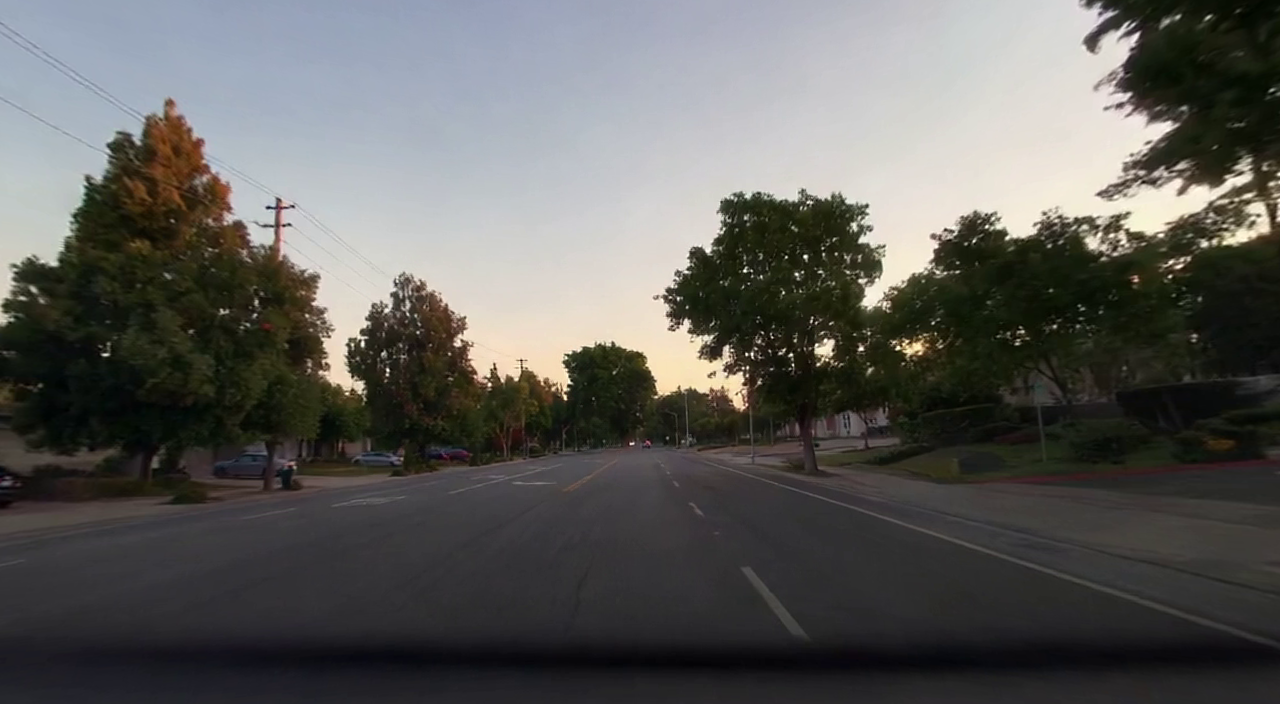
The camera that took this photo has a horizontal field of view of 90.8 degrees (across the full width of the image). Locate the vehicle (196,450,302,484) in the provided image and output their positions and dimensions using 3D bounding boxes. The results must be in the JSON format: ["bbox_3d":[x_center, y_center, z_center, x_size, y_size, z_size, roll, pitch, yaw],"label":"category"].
[{"bbox_3d":[-21.461,6.305,34.781,4.530,1.759,1.943,0,-8,1],"label":"vehicle"}]
